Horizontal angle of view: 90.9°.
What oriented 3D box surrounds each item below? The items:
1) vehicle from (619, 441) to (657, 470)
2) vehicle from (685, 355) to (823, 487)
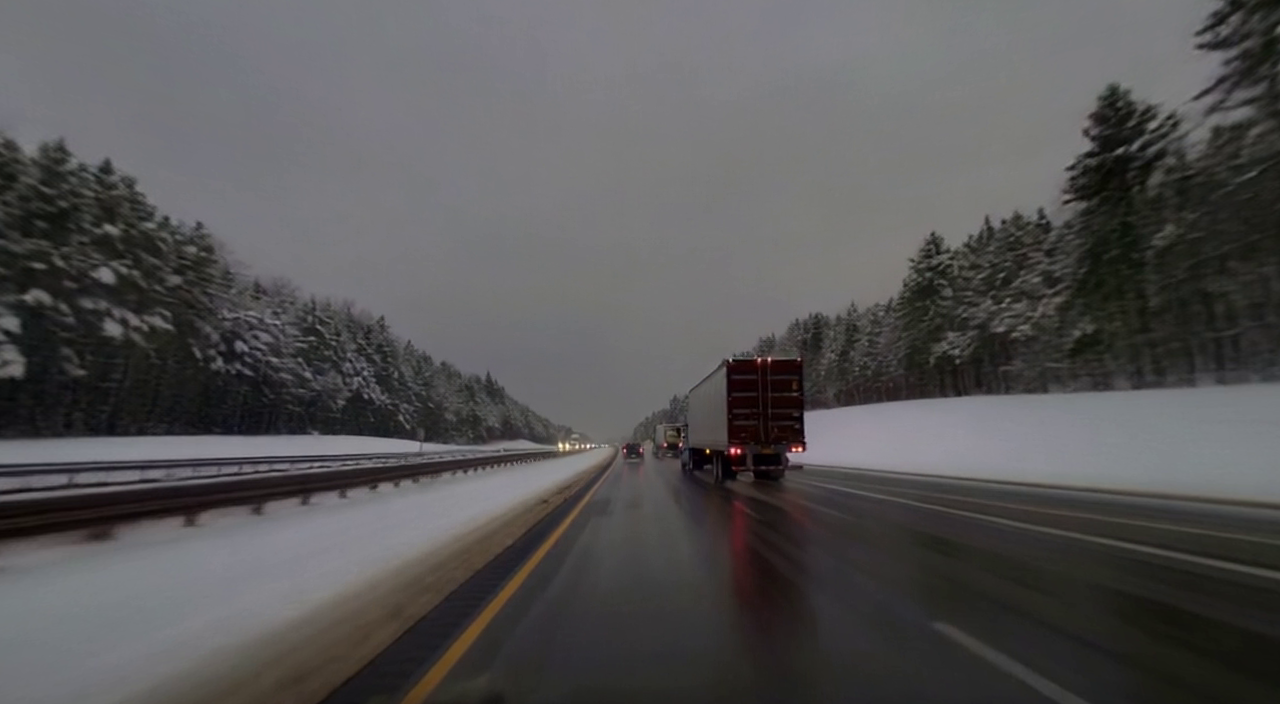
[{"bbox_3d":[-0.174,5.866,35.984,2.051,1.513,4.511,0,-9,-2],"label":"vehicle"},{"bbox_3d":[4.019,3.195,26.759,2.883,4.057,14.579,0,-9,-1],"label":"vehicle"}]
